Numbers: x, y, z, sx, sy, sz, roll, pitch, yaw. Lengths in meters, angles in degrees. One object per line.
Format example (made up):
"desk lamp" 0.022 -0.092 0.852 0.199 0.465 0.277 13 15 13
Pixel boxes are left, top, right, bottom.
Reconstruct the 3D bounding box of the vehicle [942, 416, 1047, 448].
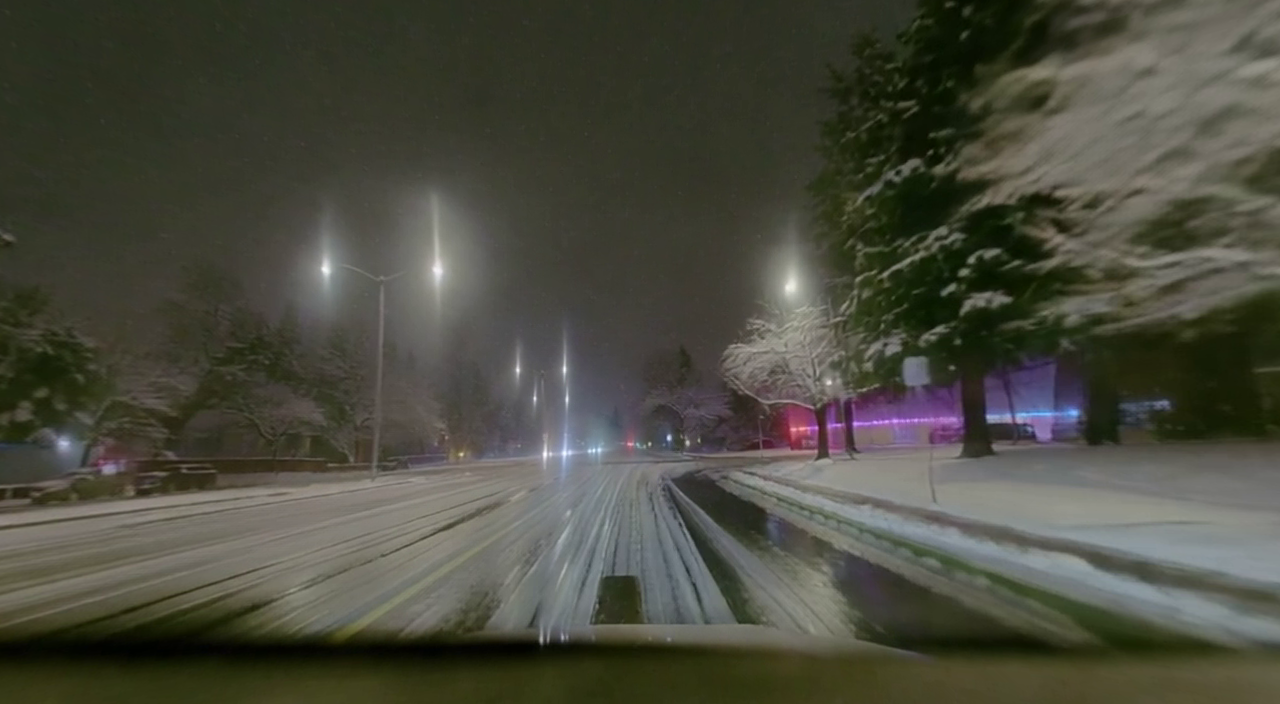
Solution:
"vehicle" 22.332 5.064 39.984 5.135 1.964 2.402 0 -7 1

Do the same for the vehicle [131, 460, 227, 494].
"vehicle" -26.470 7.162 36.495 1.931 1.673 4.623 -1 -8 2

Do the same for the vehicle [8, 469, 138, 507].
"vehicle" -26.920 6.436 30.248 1.916 1.456 4.597 0 -8 1
